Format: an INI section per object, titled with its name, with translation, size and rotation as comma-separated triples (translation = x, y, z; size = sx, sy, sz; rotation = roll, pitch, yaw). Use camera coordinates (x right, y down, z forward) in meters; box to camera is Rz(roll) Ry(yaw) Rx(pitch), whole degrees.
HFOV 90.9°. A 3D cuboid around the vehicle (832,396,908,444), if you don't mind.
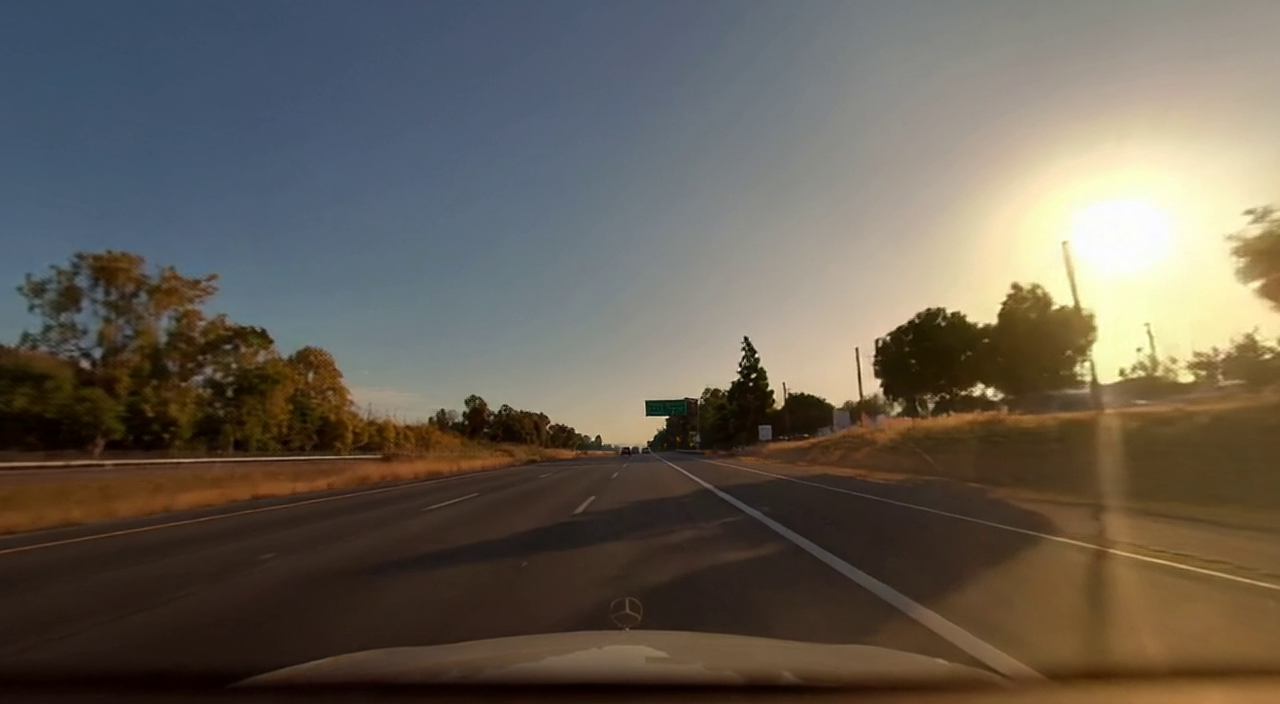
[vehicle]
translation = 17.393, 5.373, 48.275
size = 2.821, 3.355, 7.583
rotation = 0, -8, -1
